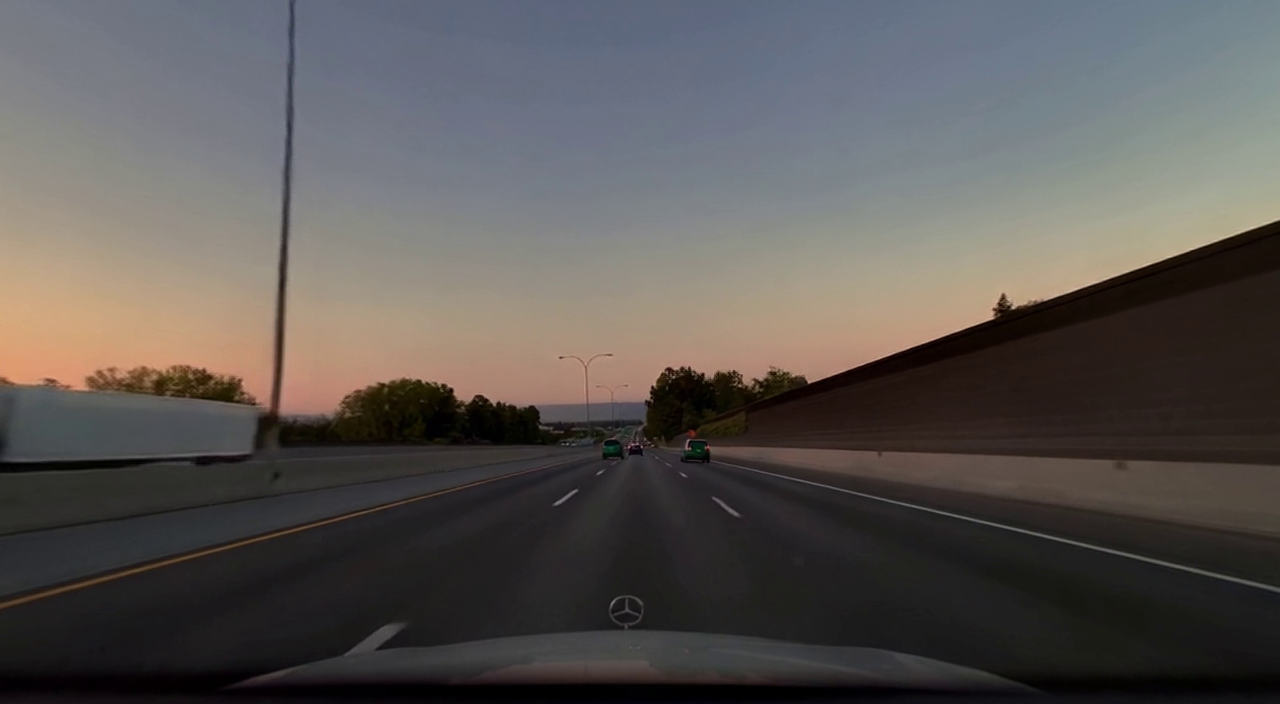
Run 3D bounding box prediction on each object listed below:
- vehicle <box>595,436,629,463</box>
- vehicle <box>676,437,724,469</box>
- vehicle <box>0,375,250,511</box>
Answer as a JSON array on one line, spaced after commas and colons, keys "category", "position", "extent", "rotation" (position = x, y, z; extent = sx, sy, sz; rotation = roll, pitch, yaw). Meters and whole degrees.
[{"category": "vehicle", "position": [-2.138, 7.628, 49.194], "extent": [2.291, 2.052, 4.887], "rotation": [0, -9, 1]}, {"category": "vehicle", "position": [3.262, 5.603, 34.947], "extent": [2.202, 1.682, 4.188], "rotation": [0, -8, 0]}, {"category": "vehicle", "position": [-21.114, 3.561, 24.338], "extent": [3.003, 4.108, 14.055], "rotation": [0, -8, 0]}]
